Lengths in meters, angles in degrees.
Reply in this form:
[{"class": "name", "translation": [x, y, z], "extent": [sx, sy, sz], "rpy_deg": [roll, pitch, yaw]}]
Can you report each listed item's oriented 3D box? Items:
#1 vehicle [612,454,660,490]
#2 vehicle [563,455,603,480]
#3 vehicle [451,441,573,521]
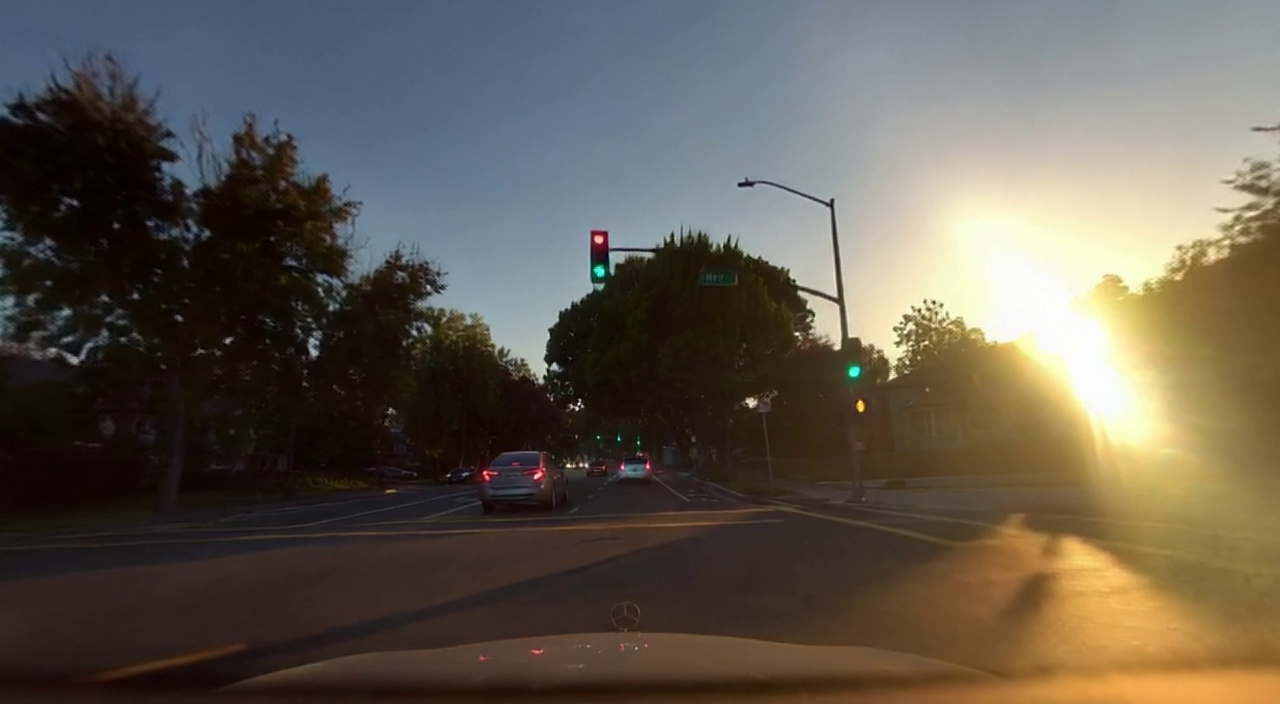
[{"class": "vehicle", "translation": [-0.164, 5.521, 29.351], "extent": [2.062, 1.518, 3.901], "rpy_deg": [0, -8, 0]}, {"class": "vehicle", "translation": [-3.776, 7.774, 42.737], "extent": [2.268, 1.522, 4.350], "rpy_deg": [0, -8, 0]}, {"class": "vehicle", "translation": [-3.119, 3.227, 16.482], "extent": [2.157, 1.771, 4.452], "rpy_deg": [0, -8, 1]}]
